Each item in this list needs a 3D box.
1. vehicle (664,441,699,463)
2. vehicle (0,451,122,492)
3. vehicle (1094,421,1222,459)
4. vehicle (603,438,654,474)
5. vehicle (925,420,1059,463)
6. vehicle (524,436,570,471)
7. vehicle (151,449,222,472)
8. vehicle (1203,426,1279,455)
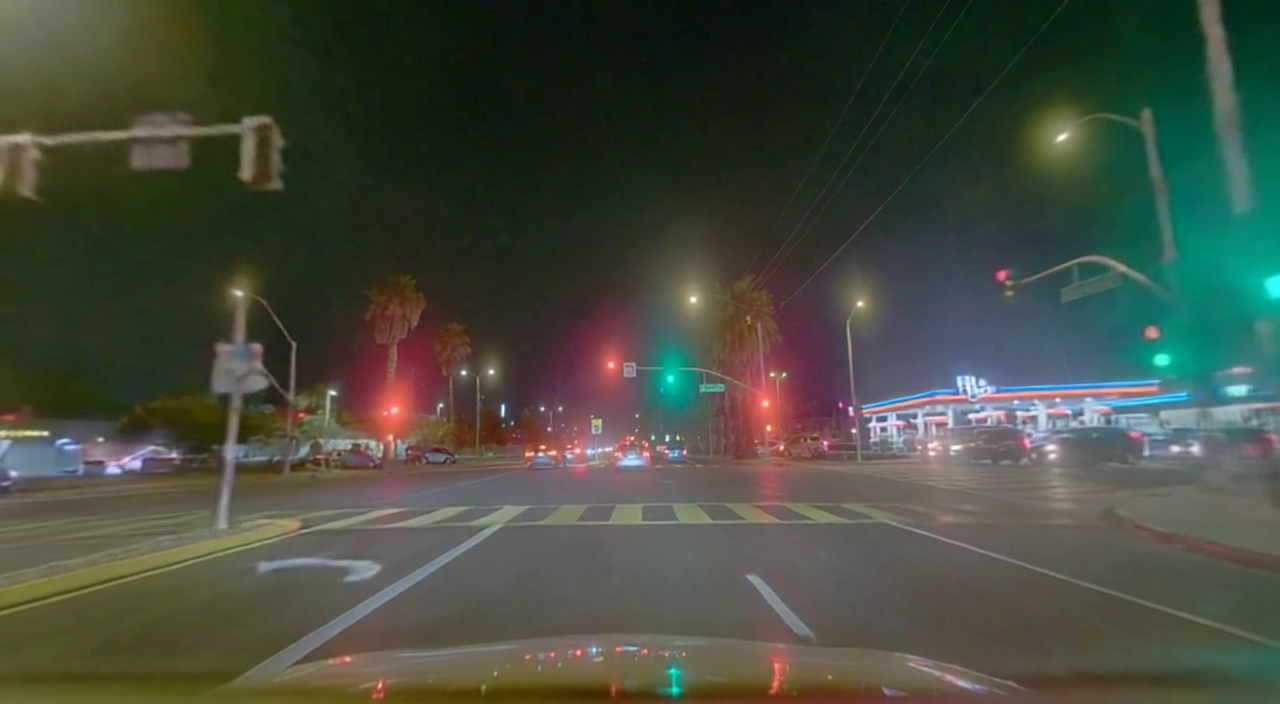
[{"bbox_3d":[2.877,7.008,44.538,2.060,1.471,4.168,0,-8,-2],"label":"vehicle"},{"bbox_3d":[-25.784,5.181,27.577,4.599,1.648,2.098,-1,-8,1],"label":"vehicle"},{"bbox_3d":[25.050,4.268,30.699,4.473,1.751,1.909,0,-8,-1],"label":"vehicle"},{"bbox_3d":[-0.543,4.745,29.150,2.160,1.508,4.319,0,-8,-1],"label":"vehicle"},{"bbox_3d":[17.066,4.382,30.908,5.173,1.976,2.223,0,-8,0],"label":"vehicle"},{"bbox_3d":[-5.300,5.809,36.567,2.032,1.747,4.479,-2,-7,-1],"label":"vehicle"},{"bbox_3d":[-33.854,8.085,47.377,1.913,1.638,4.553,0,-8,1],"label":"vehicle"},{"bbox_3d":[33.178,4.775,34.161,3.696,1.532,1.927,0,-8,-1],"label":"vehicle"}]
